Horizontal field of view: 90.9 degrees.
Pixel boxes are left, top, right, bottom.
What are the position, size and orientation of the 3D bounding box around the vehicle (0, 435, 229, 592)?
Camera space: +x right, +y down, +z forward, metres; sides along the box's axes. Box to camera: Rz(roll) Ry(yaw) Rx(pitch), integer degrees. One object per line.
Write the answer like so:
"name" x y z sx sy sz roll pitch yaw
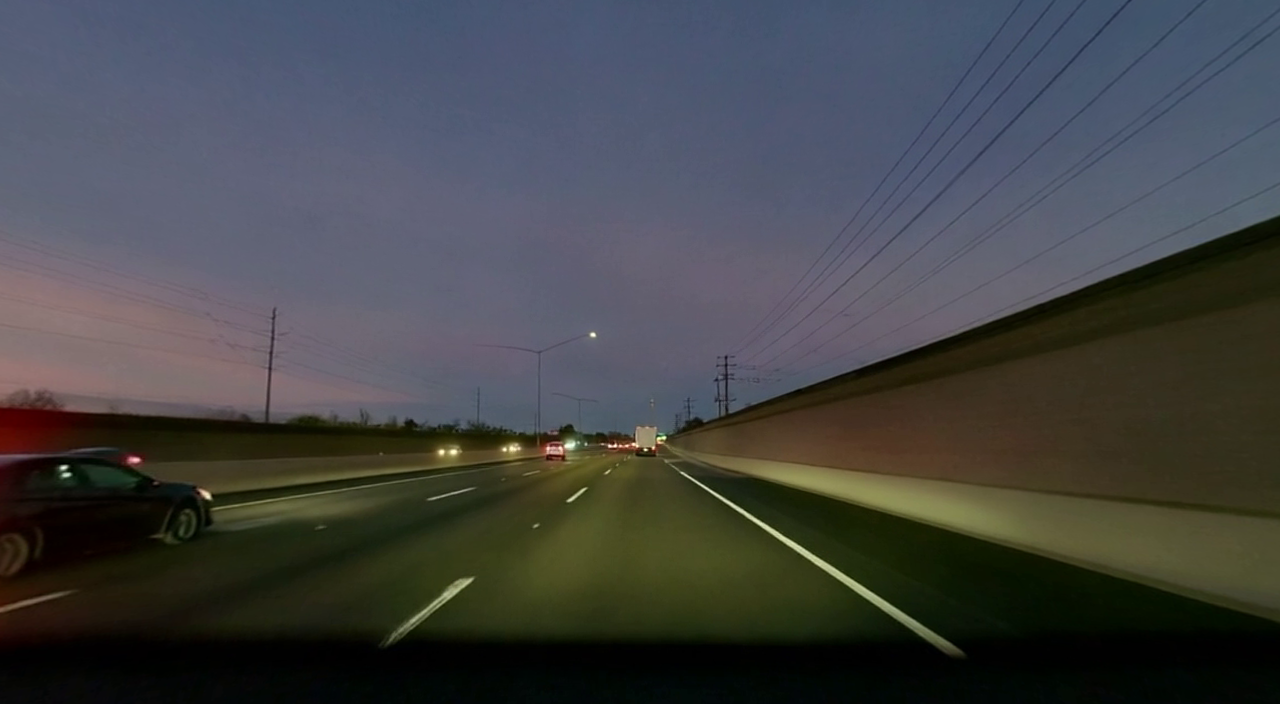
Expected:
"vehicle" -7.139 1.684 6.931 1.971 1.490 4.790 0 -8 0
